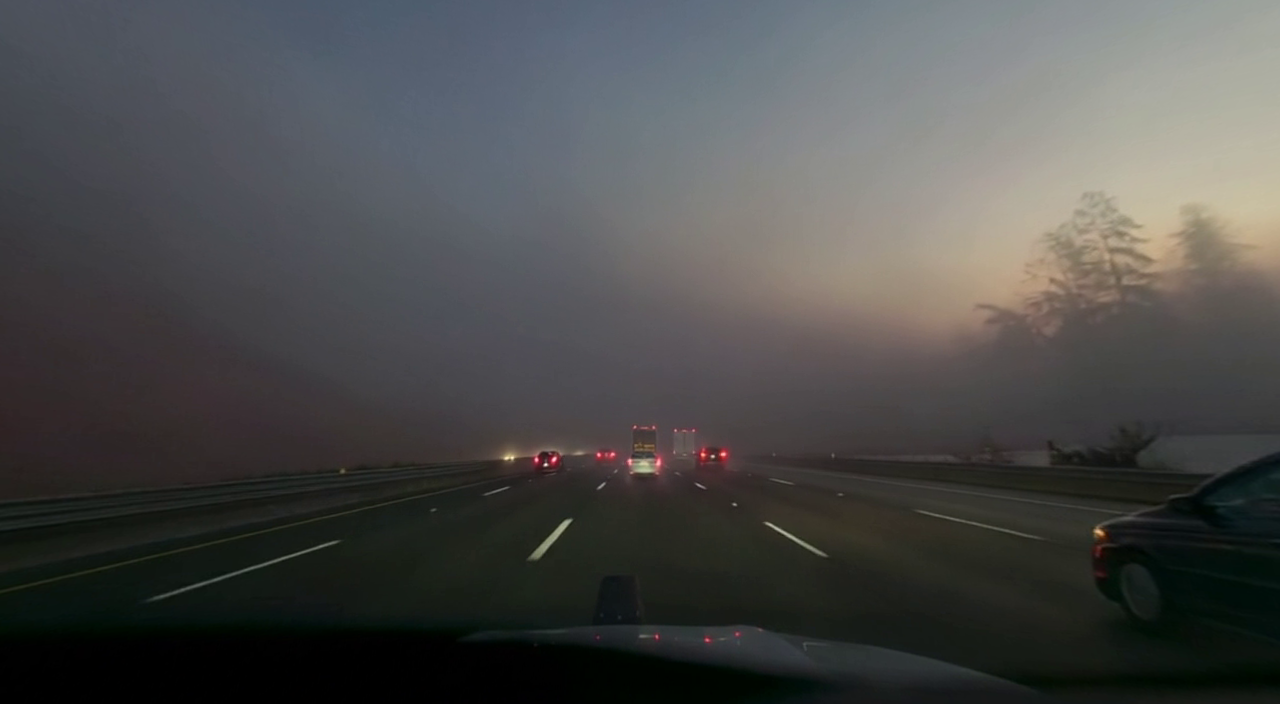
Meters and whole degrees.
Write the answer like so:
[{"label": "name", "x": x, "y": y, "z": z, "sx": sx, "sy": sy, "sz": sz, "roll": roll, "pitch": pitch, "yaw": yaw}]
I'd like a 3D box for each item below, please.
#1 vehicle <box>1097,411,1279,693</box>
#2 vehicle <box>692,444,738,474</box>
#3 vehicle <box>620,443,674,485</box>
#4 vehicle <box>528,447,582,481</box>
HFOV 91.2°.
[{"label": "vehicle", "x": 4.493, "y": 0.946, "z": 2.566, "sx": 2.059, "sy": 1.506, "sz": 4.106, "roll": 0, "pitch": -9, "yaw": -1}, {"label": "vehicle", "x": 4.211, "y": 6.105, "z": 35.930, "sx": 2.018, "sy": 1.639, "sz": 4.149, "roll": 0, "pitch": -9, "yaw": -1}, {"label": "vehicle", "x": 0.266, "y": 4.556, "z": 25.750, "sx": 2.015, "sy": 1.526, "sz": 4.286, "roll": 0, "pitch": -9, "yaw": 0}, {"label": "vehicle", "x": -4.047, "y": 5.423, "z": 30.591, "sx": 1.967, "sy": 1.473, "sz": 4.439, "roll": 0, "pitch": -9, "yaw": 0}]
